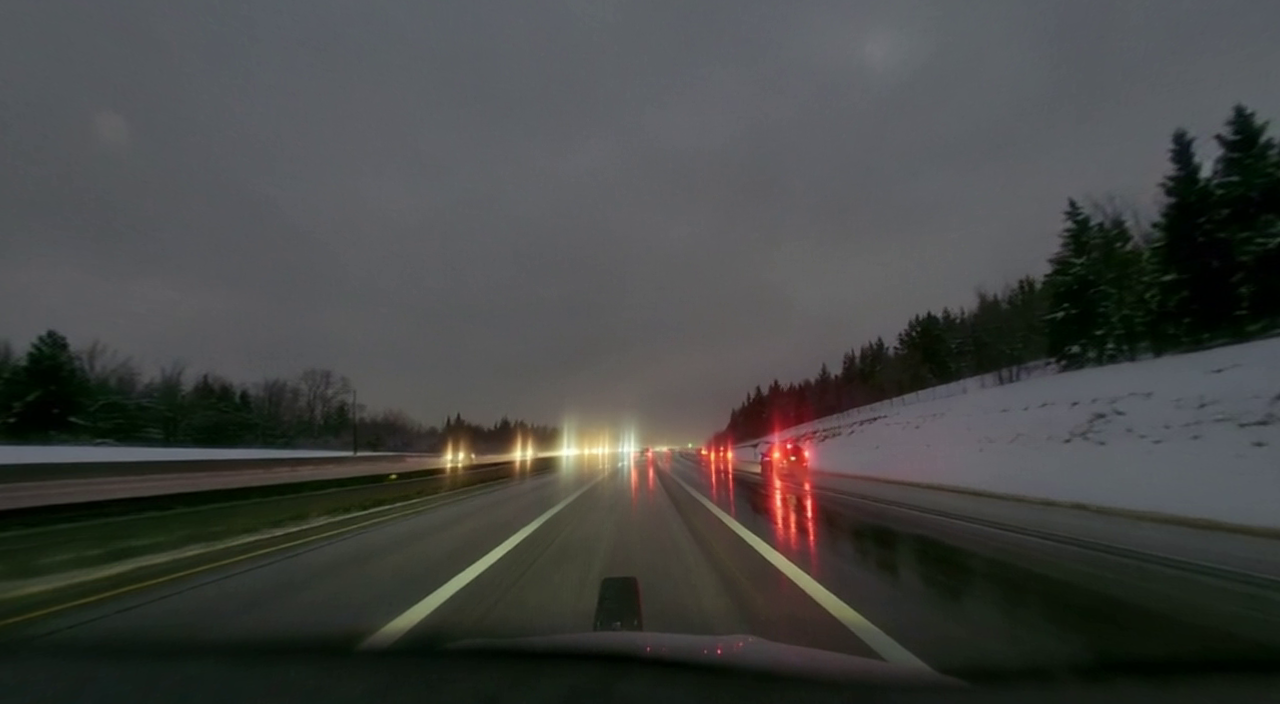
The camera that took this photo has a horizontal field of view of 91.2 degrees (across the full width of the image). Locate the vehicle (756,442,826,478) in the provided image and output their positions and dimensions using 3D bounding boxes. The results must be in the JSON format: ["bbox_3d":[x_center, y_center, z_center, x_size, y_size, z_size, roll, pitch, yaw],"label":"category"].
[{"bbox_3d":[6.868,4.964,28.999,2.008,1.533,4.592,0,-9,-1],"label":"vehicle"}]

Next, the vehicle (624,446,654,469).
[{"bbox_3d":[-0.052,7.508,44.833,2.025,1.526,4.181,-1,-9,0],"label":"vehicle"}]
